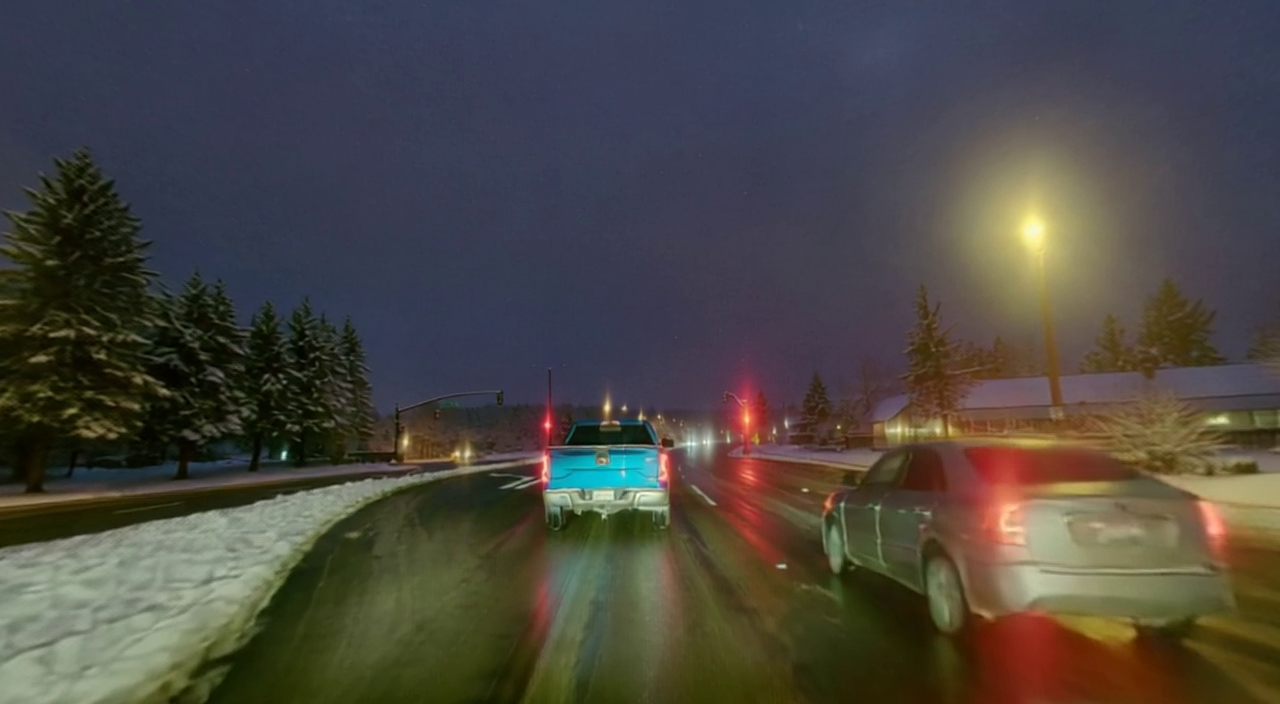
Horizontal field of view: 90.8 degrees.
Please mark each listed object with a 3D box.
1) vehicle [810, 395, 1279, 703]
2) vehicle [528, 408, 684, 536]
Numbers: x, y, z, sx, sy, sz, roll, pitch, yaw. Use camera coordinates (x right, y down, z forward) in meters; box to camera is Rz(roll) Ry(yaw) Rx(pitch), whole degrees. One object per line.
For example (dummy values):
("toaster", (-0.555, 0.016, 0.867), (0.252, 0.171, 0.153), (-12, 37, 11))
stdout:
("vehicle", (2.951, 1.229, 4.685), (2.073, 1.484, 4.437), (0, -8, -1))
("vehicle", (-0.502, 2.004, 11.173), (2.145, 1.762, 4.731), (0, -8, -1))
